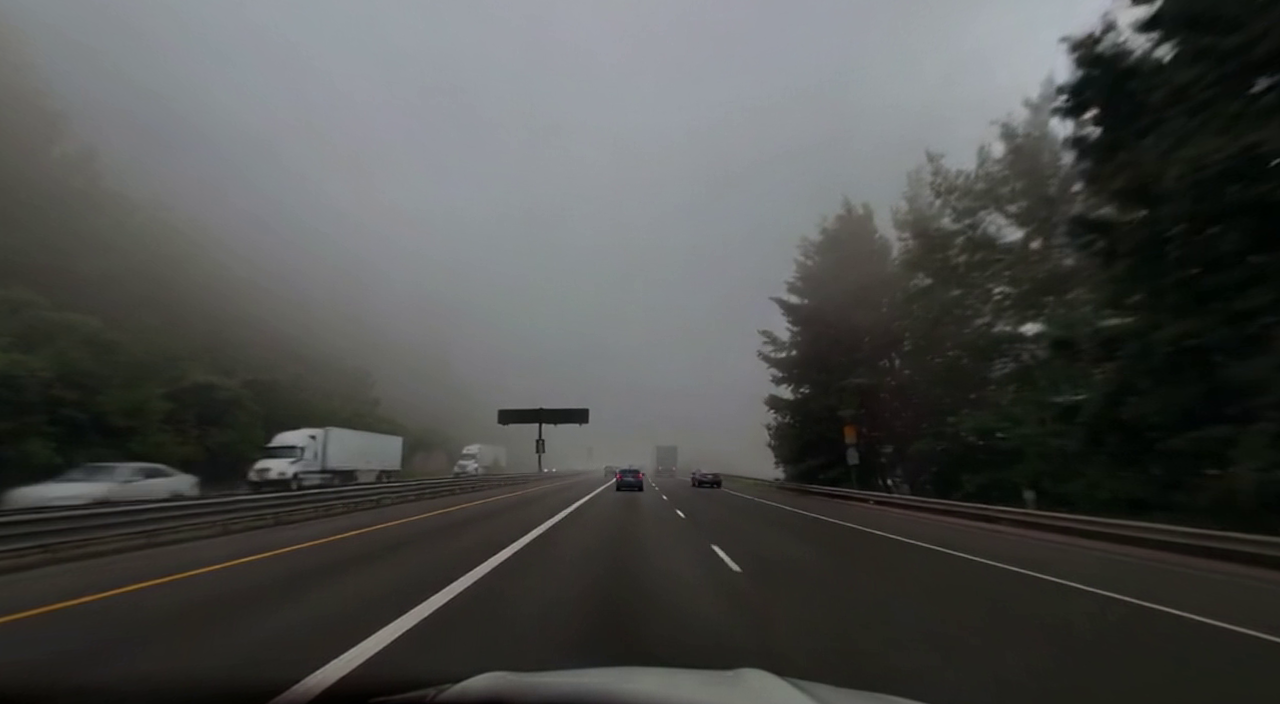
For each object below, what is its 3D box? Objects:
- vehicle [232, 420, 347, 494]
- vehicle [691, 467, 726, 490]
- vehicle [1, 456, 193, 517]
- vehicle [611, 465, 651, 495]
[{"bbox_3d":[-20.279,6.200,36.985,2.958,3.951,6.109,0,-10,0],"label":"vehicle"},{"bbox_3d":[4.909,9.159,45.763,1.897,1.476,4.334,1,-10,-2],"label":"vehicle"},{"bbox_3d":[-15.921,3.961,18.855,1.841,1.543,4.286,1,-10,0],"label":"vehicle"},{"bbox_3d":[-0.472,6.713,33.340,2.010,1.436,3.973,1,-10,-1],"label":"vehicle"}]
